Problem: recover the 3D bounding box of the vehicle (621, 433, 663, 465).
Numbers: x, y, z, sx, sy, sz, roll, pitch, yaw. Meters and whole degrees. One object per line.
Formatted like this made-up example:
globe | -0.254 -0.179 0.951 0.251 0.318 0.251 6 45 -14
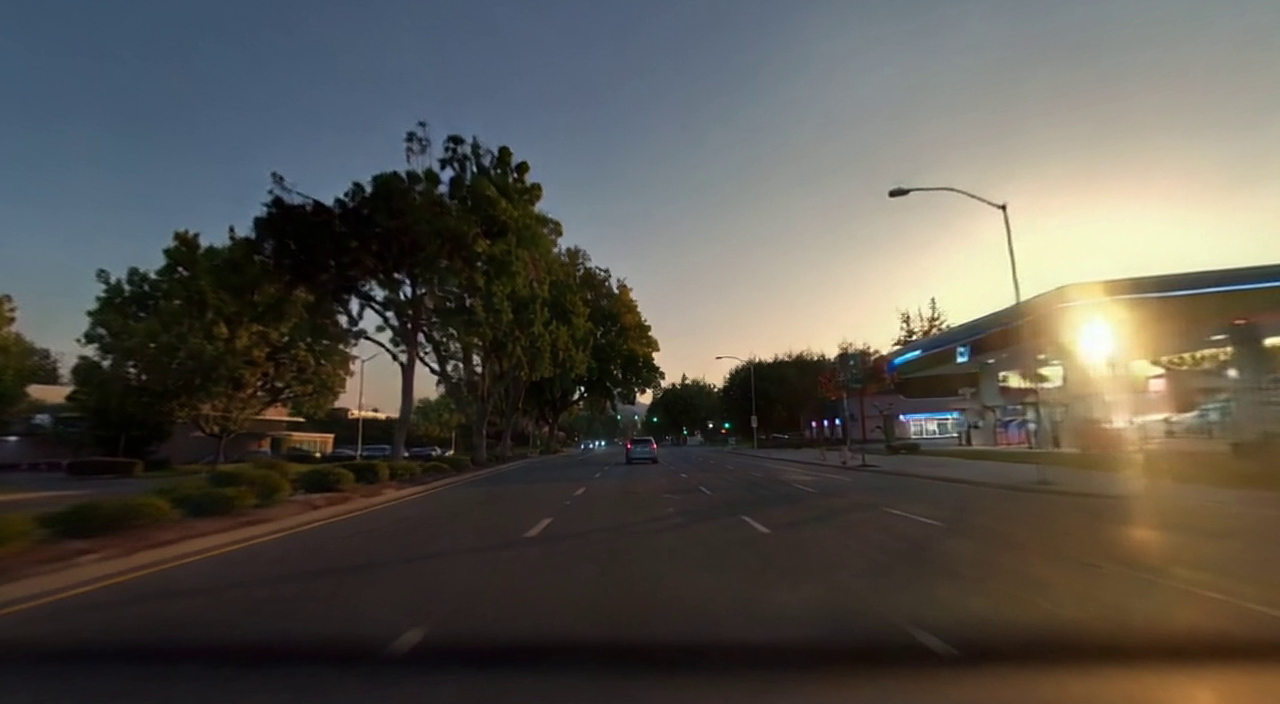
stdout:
vehicle | 0.091 5.524 35.864 2.213 1.715 4.242 0 -8 0
